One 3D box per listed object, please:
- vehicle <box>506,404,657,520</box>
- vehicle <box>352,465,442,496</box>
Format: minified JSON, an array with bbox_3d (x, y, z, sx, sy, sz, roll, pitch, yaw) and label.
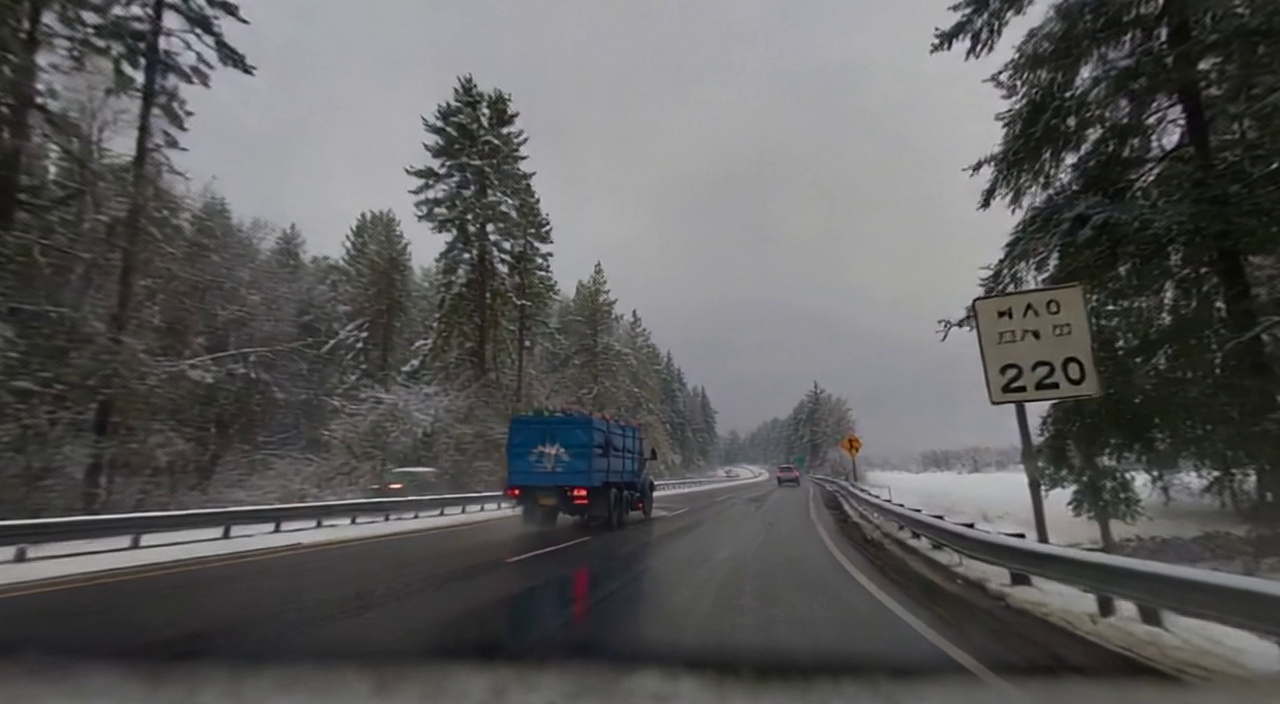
[{"bbox_3d":[-1.590,3.902,21.891,2.841,3.244,7.689,-2,-12,13],"label":"vehicle"},{"bbox_3d":[-14.048,7.491,36.744,1.896,1.641,5.535,-3,-12,15],"label":"vehicle"}]
